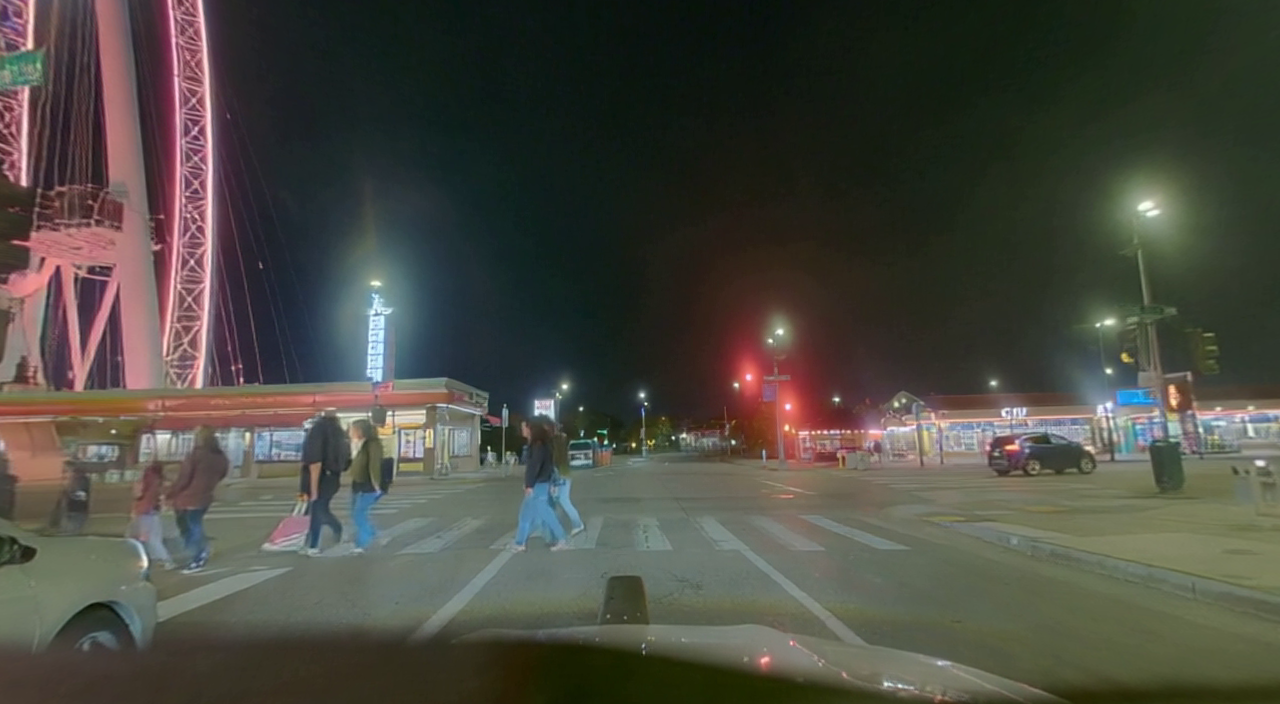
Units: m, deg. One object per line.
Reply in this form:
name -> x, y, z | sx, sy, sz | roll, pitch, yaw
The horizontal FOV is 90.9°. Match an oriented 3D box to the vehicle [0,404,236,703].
vehicle -> -3.370, 0.788, 1.180 | 1.940, 1.505, 4.676 | -1, -9, 3

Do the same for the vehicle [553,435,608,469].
vehicle -> -3.890, 6.350, 40.259 | 2.549, 2.000, 5.699 | 2, -9, -15
